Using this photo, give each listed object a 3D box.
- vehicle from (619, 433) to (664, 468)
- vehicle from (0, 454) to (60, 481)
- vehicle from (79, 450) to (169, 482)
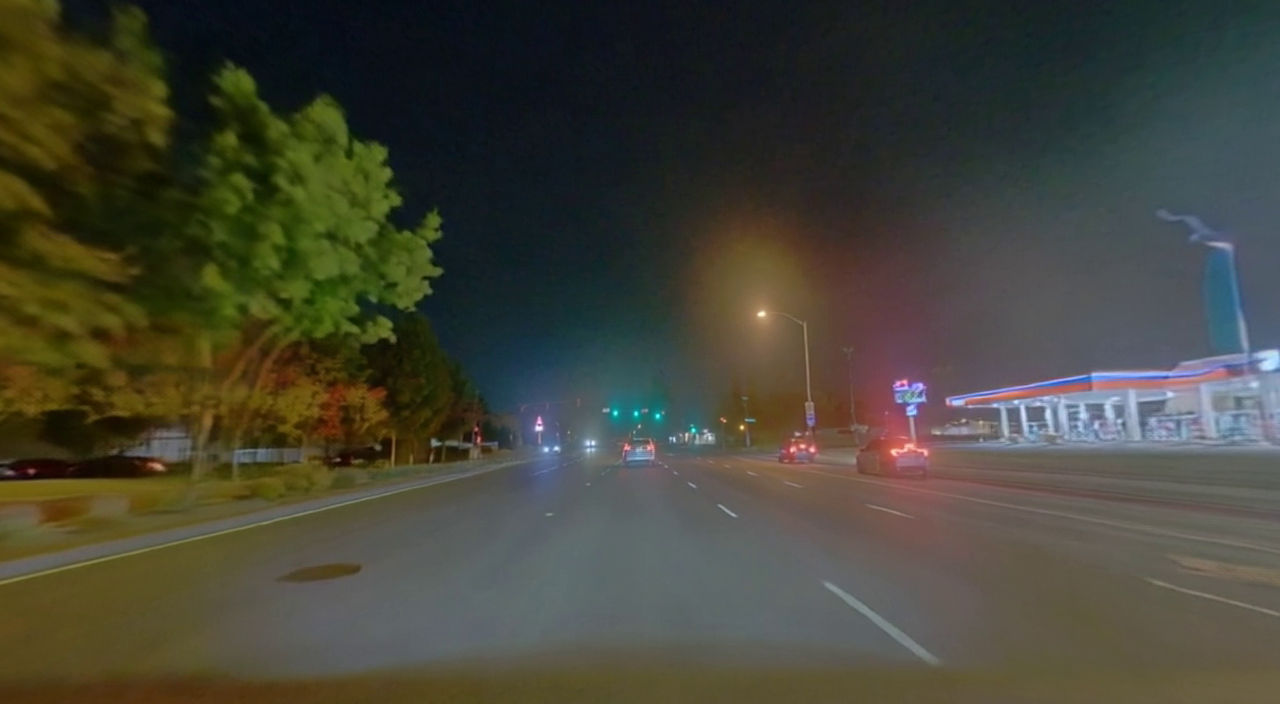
[{"bbox_3d":[0.062,5.214,33.360,2.213,1.715,4.242,0,-8,-1],"label":"vehicle"},{"bbox_3d":[-38.277,6.979,37.976,4.469,1.557,1.959,6,-10,-34],"label":"vehicle"},{"bbox_3d":[-28.670,6.286,34.952,4.749,1.666,1.859,-4,-9,25],"label":"vehicle"}]
